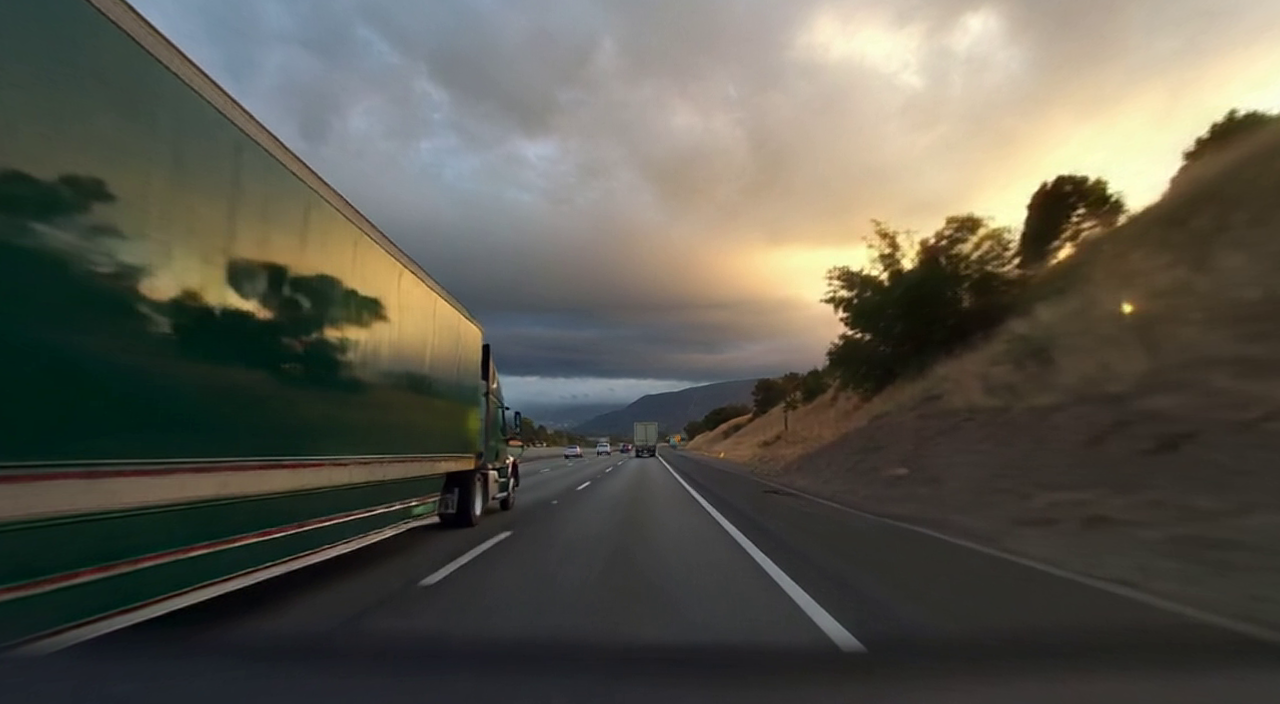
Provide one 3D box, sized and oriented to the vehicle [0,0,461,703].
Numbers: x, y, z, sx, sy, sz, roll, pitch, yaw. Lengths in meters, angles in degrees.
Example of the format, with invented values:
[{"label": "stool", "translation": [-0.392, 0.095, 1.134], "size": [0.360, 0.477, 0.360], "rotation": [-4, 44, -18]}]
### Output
[{"label": "vehicle", "translation": [-3.722, 0.124, 2.776], "size": [2.789, 3.271, 10.894], "rotation": [1, -9, -1]}]
